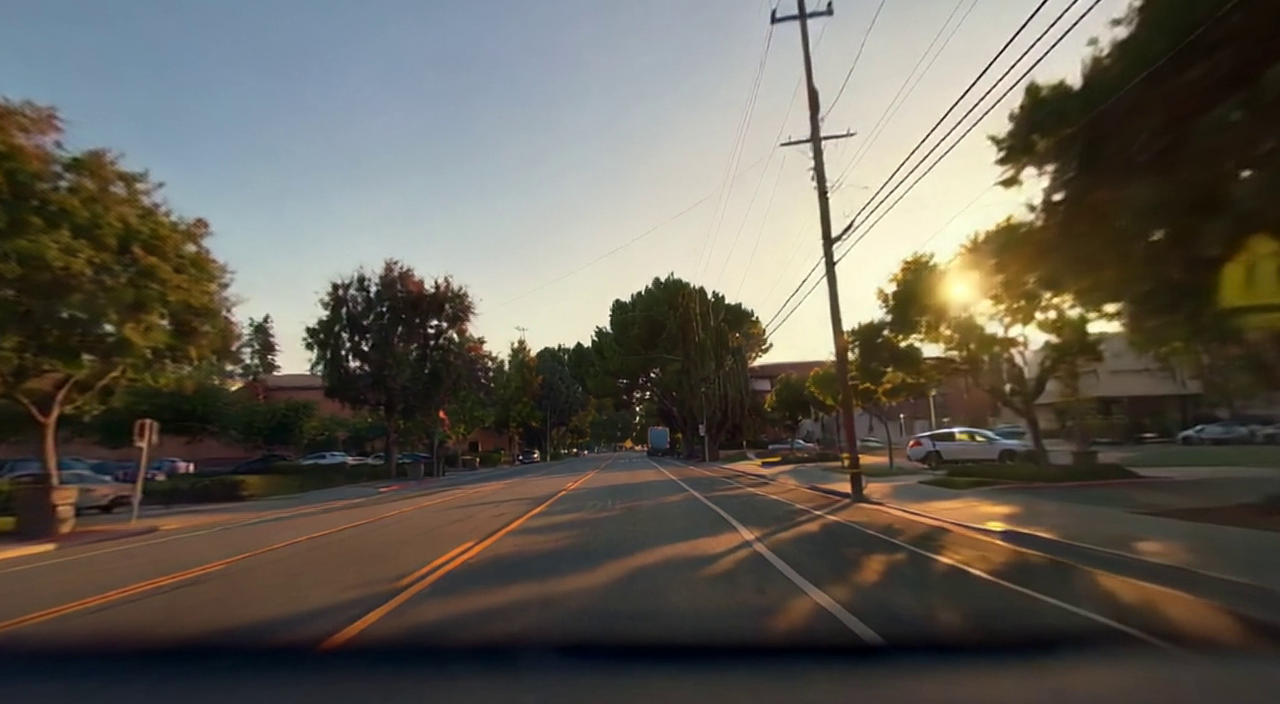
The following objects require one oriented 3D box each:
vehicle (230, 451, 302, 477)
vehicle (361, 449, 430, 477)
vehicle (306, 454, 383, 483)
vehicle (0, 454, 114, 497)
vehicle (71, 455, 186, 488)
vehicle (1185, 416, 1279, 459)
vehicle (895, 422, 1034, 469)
[{"bbox_3d":[-27.672,8.261,46.808,4.417,1.747,1.954,5,-10,-33],"label":"vehicle"},{"bbox_3d":[-16.544,7.479,42.753,4.311,1.746,1.984,-5,-9,30],"label":"vehicle"},{"bbox_3d":[-17.356,6.788,37.047,4.708,1.472,1.994,-6,-10,35],"label":"vehicle"},{"bbox_3d":[-26.685,5.437,28.065,4.511,1.731,2.022,3,-9,-22],"label":"vehicle"},{"bbox_3d":[-27.278,6.352,33.867,4.272,1.613,1.855,2,-9,-14],"label":"vehicle"},{"bbox_3d":[23.132,3.310,24.299,4.694,1.496,1.845,5,-10,-32],"label":"vehicle"},{"bbox_3d":[12.752,3.707,25.085,4.632,1.701,1.975,-4,-9,26],"label":"vehicle"}]
